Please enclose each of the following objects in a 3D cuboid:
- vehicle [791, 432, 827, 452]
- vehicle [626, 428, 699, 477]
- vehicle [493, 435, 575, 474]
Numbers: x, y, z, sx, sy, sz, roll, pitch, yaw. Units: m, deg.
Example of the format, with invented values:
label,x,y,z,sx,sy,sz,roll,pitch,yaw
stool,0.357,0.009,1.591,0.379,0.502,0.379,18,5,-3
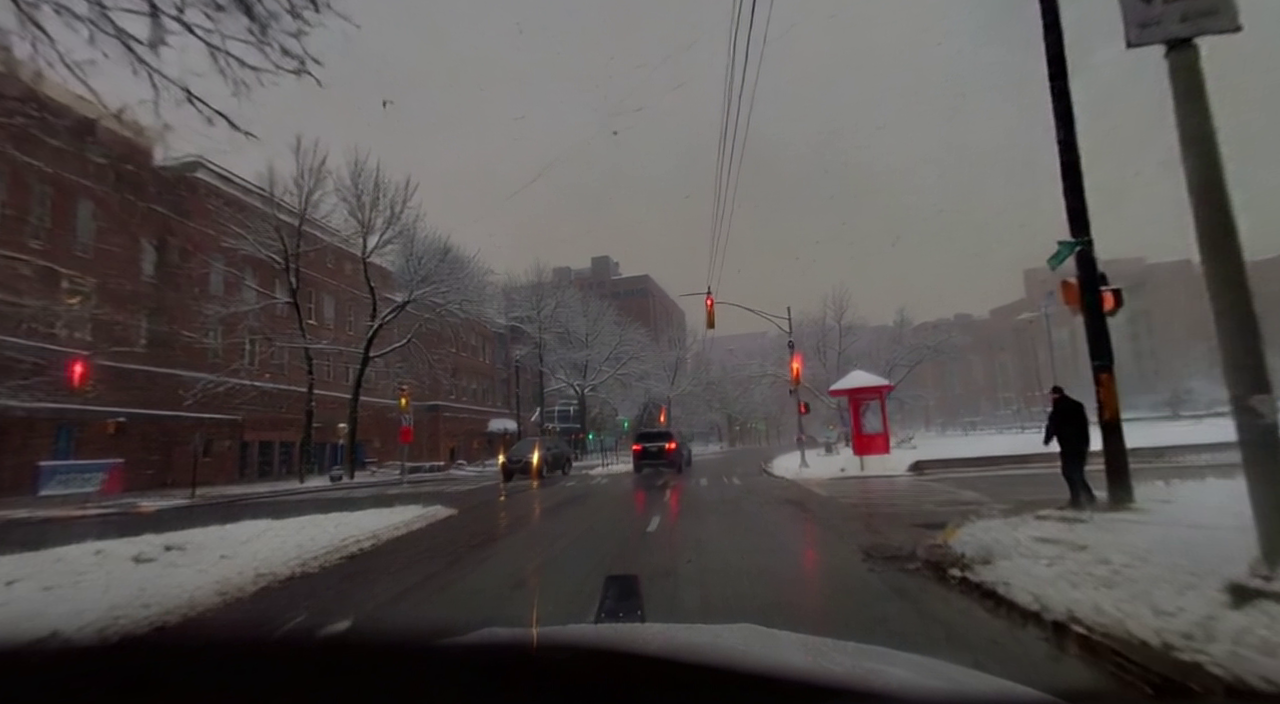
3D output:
label,x,y,z,sx,sy,sz,roll,pitch,yaw
vehicle,13.200,7.041,49.123,2.006,1.470,4.099,-4,-9,24
vehicle,0.993,3.970,25.027,2.101,1.721,4.364,-2,-9,13
vehicle,-4.963,4.876,30.230,2.017,1.684,4.483,-3,-9,17
